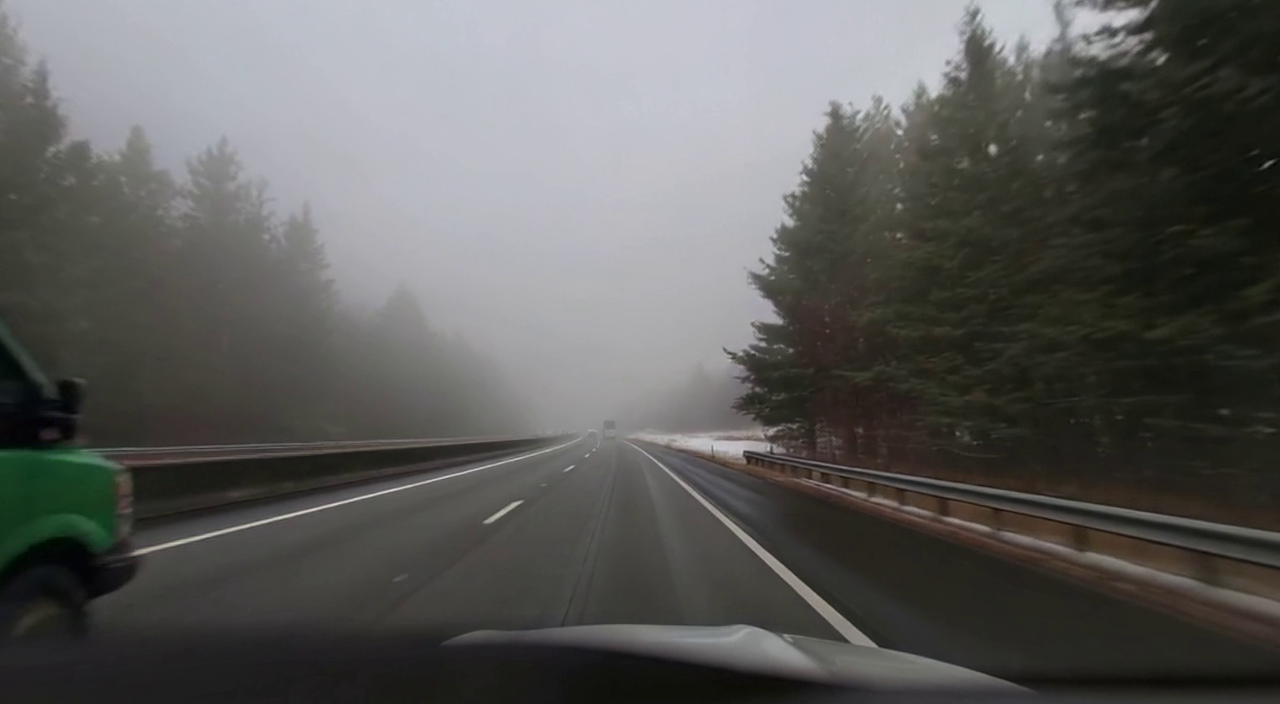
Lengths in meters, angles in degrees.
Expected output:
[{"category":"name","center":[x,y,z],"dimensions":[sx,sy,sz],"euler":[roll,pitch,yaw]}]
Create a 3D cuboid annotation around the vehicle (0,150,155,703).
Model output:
[{"category":"vehicle","center":[-4.011,0.125,0.674],"dimensions":[2.561,2.509,5.465],"euler":[0,-8,0]}]
